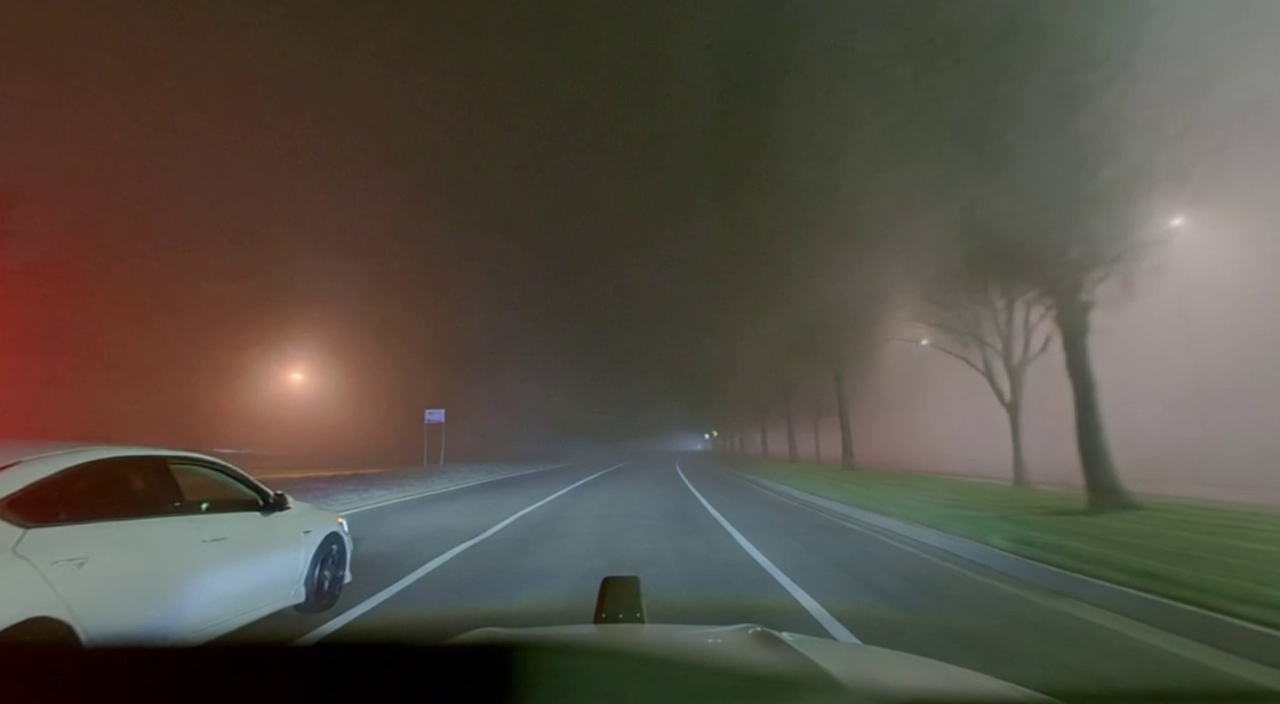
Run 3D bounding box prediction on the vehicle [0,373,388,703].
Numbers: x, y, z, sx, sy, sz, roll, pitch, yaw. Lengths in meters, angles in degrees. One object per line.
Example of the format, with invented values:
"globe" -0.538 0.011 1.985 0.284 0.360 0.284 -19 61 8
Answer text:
"vehicle" -3.194 1.007 3.368 1.915 1.521 4.283 0 -8 0
